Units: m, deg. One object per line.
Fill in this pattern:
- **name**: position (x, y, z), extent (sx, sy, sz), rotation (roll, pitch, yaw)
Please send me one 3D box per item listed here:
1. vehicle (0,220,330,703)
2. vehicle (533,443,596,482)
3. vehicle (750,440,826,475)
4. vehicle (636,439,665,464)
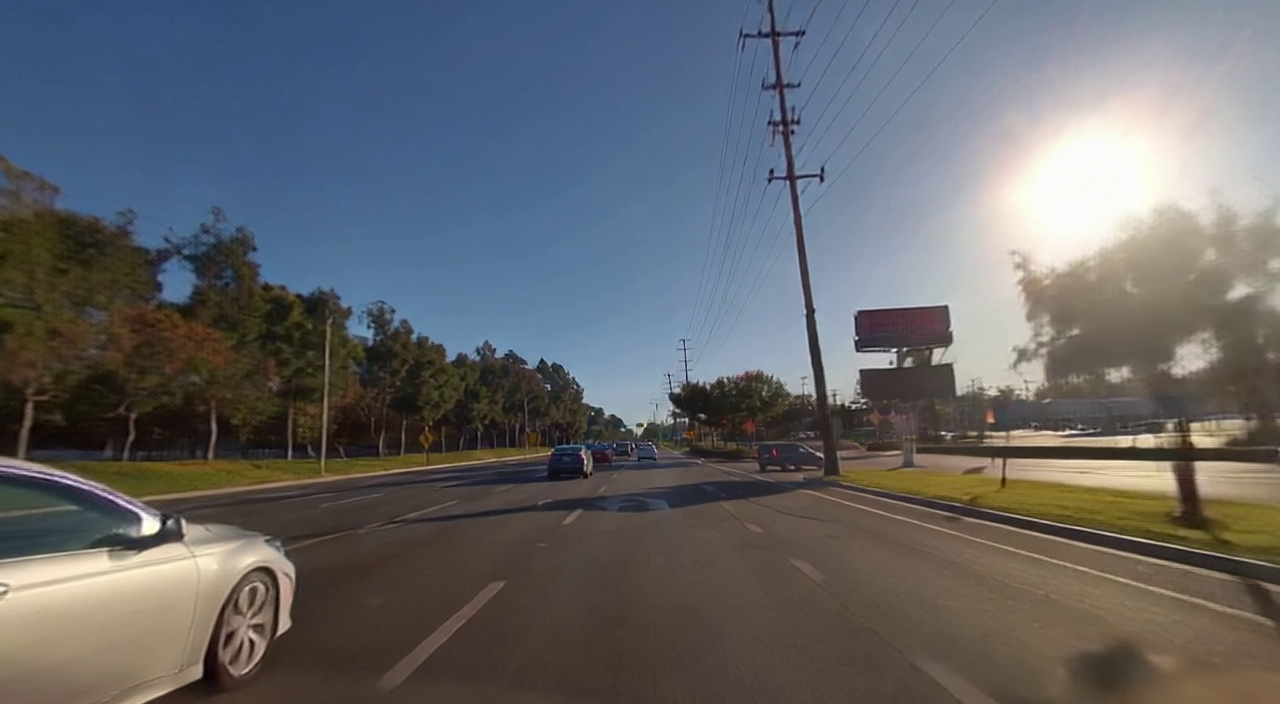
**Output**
- **vehicle**: position (-3.041, 0.457, 0.692), extent (2.381, 1.961, 5.563), rotation (-1, -9, 2)
- **vehicle**: position (-2.955, 4.449, 25.674), extent (1.982, 1.451, 4.152), rotation (0, -9, 1)
- **vehicle**: position (7.247, 5.064, 30.573), extent (2.062, 1.541, 4.420), rotation (-6, -10, 33)
- **vehicle**: position (0.772, 7.600, 48.221), extent (2.155, 1.781, 3.977), rotation (0, -9, 1)
